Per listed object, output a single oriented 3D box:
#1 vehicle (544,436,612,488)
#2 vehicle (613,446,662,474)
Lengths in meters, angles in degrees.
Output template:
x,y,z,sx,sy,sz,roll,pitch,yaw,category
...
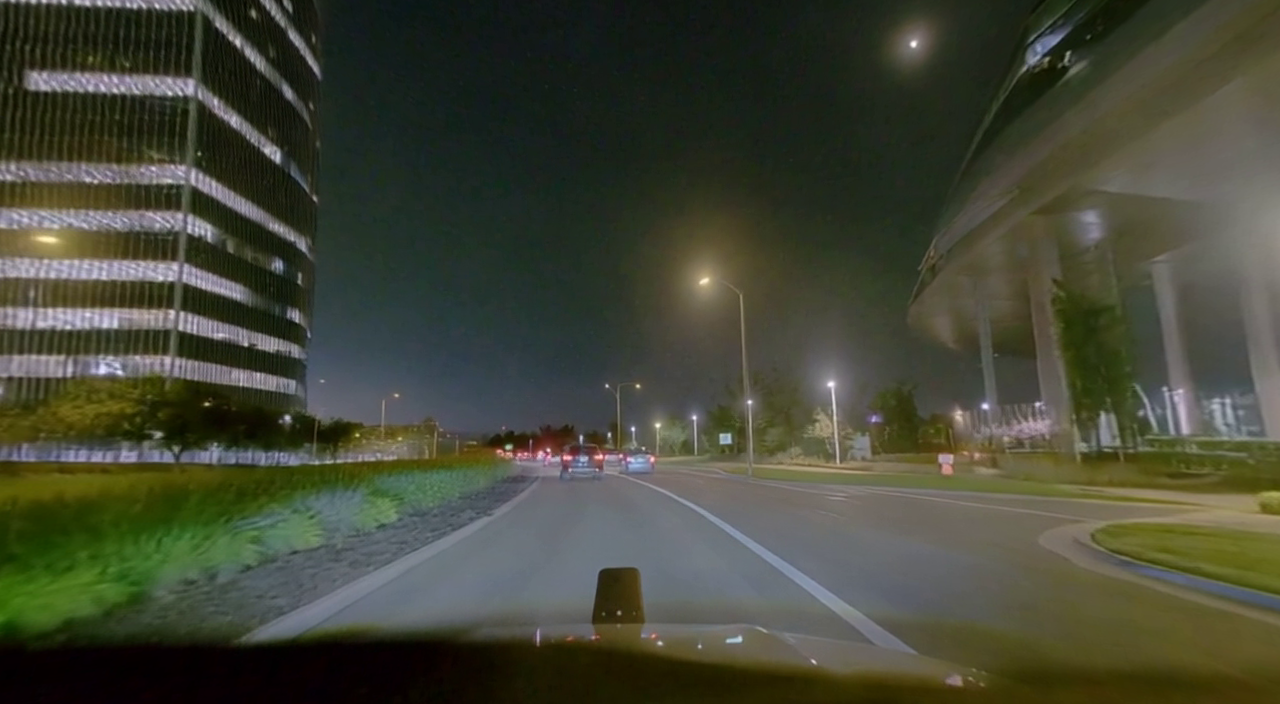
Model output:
x,y,z,sx,sy,sz,roll,pitch,yaw,category
-2.419,4.074,23.646,2.173,1.761,4.374,2,-9,-10,vehicle
-0.222,6.220,36.618,2.116,1.506,4.355,2,-9,-9,vehicle
